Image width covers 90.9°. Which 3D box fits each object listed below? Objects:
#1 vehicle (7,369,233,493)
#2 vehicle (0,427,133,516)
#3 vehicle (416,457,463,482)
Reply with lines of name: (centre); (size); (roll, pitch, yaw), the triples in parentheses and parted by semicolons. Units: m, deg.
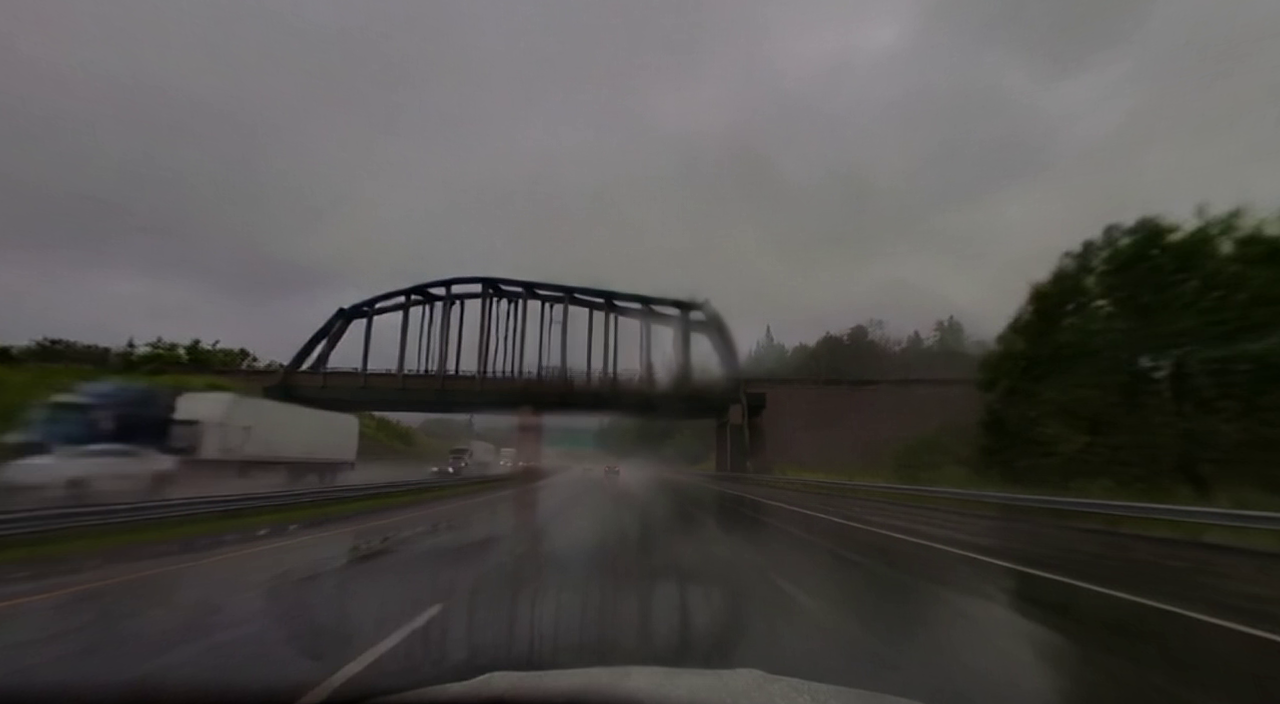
vehicle: (-18.700, 3.065, 23.354); (2.942, 3.979, 5.819); (0, -10, 2)
vehicle: (-12.061, 2.185, 11.566); (1.875, 1.516, 4.293); (1, -10, 0)
vehicle: (-12.967, 7.628, 40.938); (1.834, 1.464, 3.783); (1, -10, -1)
